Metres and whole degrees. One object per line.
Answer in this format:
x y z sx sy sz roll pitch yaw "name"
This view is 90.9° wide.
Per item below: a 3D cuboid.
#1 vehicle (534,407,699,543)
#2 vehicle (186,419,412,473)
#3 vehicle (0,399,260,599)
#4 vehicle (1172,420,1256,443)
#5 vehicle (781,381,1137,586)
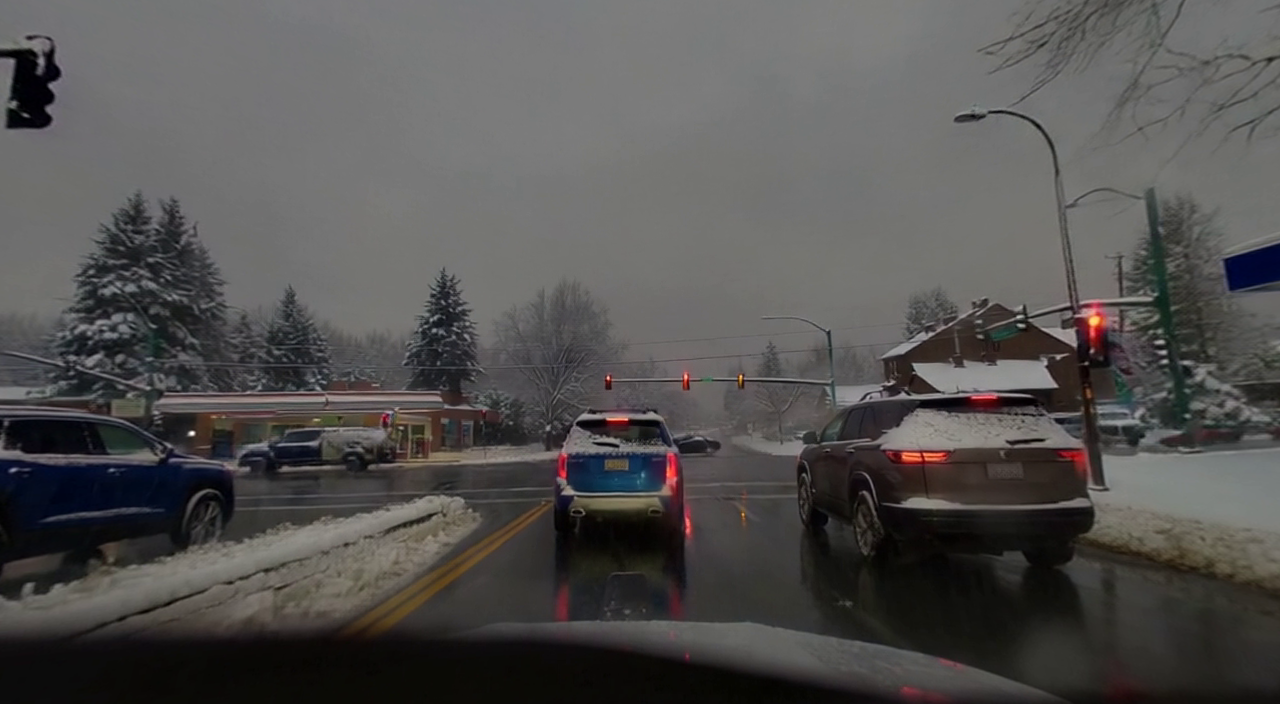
-0.297 1.841 9.992 2.067 1.702 3.987 0 -8 0 "vehicle"
-21.882 6.116 41.091 12.640 3.321 2.995 0 -8 -3 "vehicle"
-6.729 1.496 6.842 2.011 1.774 4.866 0 -8 2 "vehicle"
40.671 5.686 44.679 4.276 1.579 1.762 0 -8 -3 "vehicle"
3.260 1.458 7.715 2.083 1.779 4.347 0 -8 0 "vehicle"
